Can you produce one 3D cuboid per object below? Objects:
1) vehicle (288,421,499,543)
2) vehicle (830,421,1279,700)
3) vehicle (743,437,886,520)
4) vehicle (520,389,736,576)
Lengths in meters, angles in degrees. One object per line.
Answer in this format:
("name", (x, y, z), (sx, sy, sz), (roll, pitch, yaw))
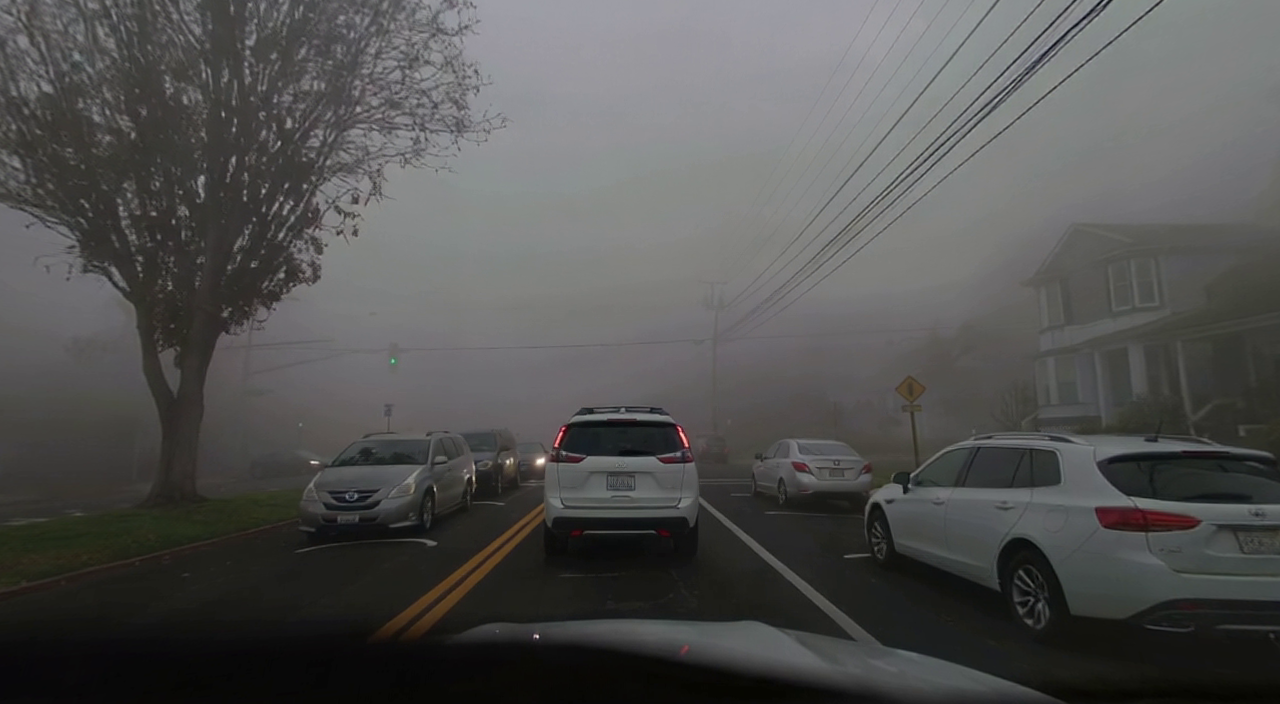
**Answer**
("vehicle", (-3.722, 2.026, 10.518), (1.864, 1.576, 4.324), (0, -8, -2))
("vehicle", (3.473, 1.462, 5.770), (1.977, 1.480, 4.589), (0, -8, -1))
("vehicle", (3.477, 2.572, 13.412), (1.880, 1.476, 3.932), (0, -8, 0))
("vehicle", (-0.207, 1.622, 8.569), (2.164, 1.867, 4.254), (0, -8, -2))
